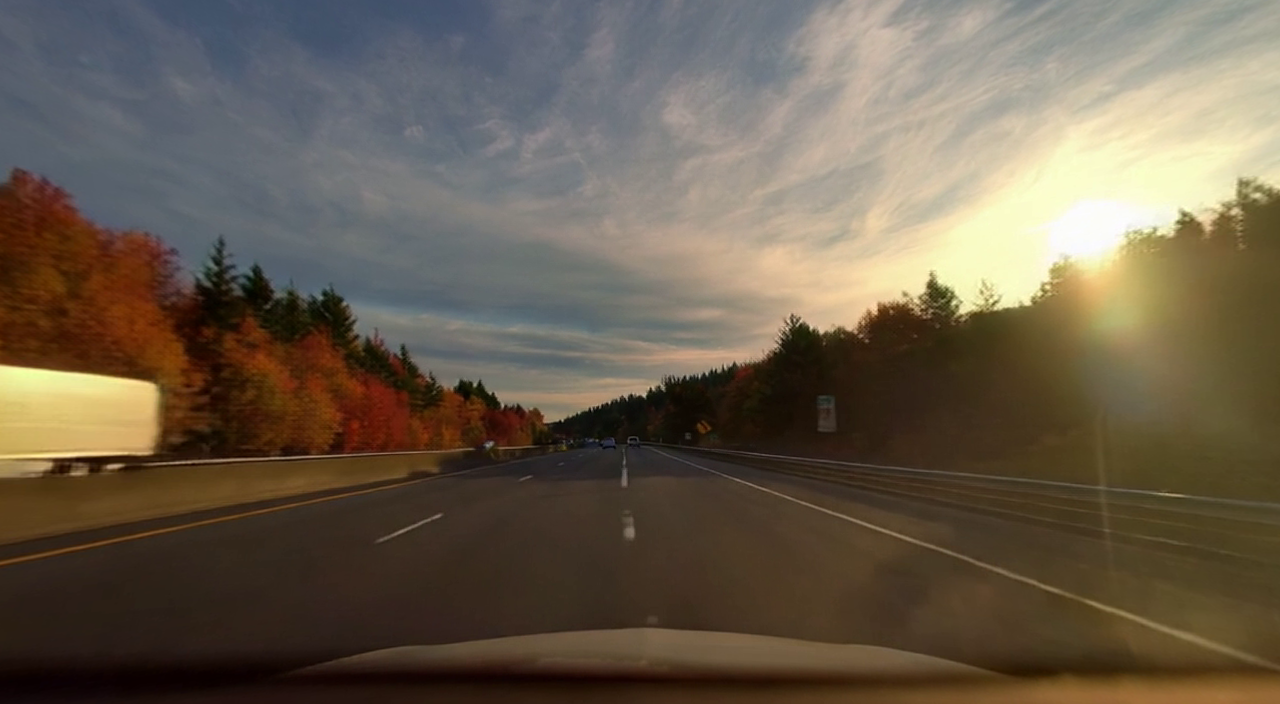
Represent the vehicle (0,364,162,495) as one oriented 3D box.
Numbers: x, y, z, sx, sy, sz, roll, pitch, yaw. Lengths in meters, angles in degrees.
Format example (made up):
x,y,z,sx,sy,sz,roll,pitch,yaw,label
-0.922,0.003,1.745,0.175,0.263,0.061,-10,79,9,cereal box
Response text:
x,y,z,sx,sy,sz,roll,pitch,yaw,label
-21.925,2.463,19.923,2.969,4.157,13.943,0,-8,-2,vehicle
